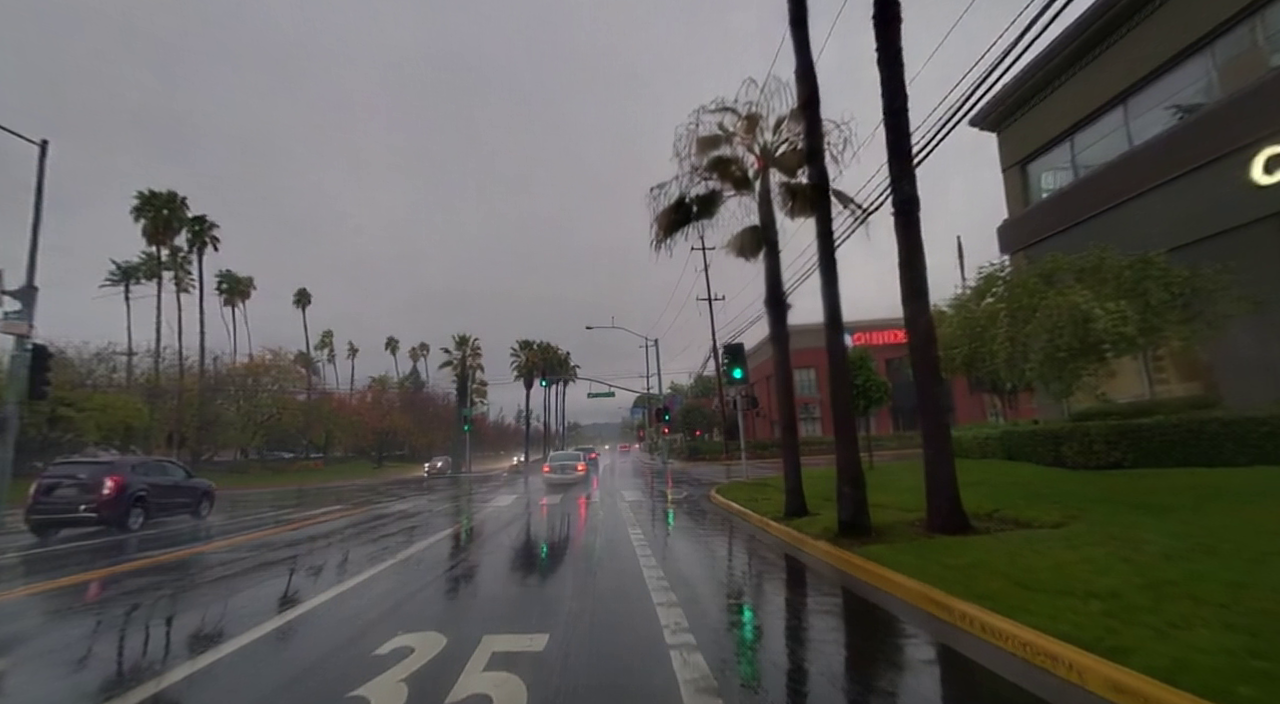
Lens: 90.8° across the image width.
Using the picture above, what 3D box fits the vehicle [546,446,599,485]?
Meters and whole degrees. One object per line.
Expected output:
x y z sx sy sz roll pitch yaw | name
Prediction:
-2.769 4.761 26.813 2.063 1.474 4.334 0 -8 -3 | vehicle

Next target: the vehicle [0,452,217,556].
-11.945 3.163 13.969 2.050 1.811 4.752 0 -8 -3 | vehicle
